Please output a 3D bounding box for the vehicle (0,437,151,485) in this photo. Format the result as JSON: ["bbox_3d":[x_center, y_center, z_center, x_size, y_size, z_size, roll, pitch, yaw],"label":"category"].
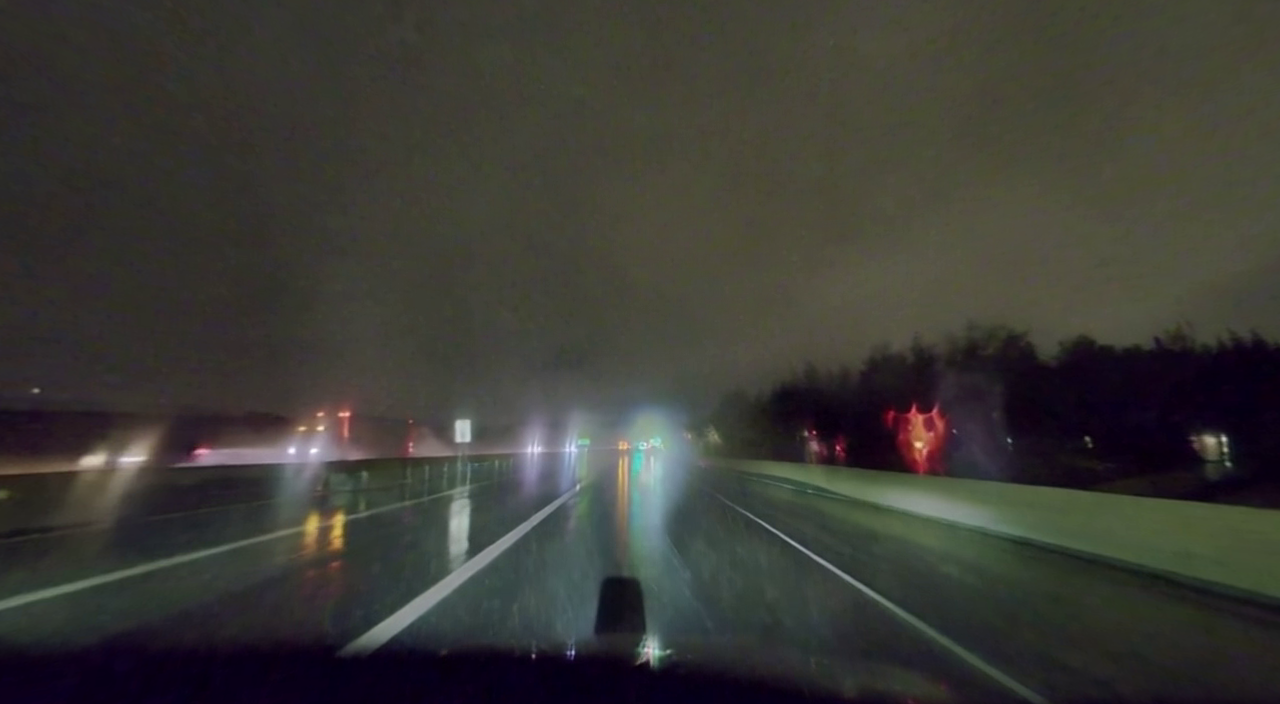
[{"bbox_3d":[-21.036,4.069,23.746,1.846,1.601,4.183,-1,-9,1],"label":"vehicle"}]
